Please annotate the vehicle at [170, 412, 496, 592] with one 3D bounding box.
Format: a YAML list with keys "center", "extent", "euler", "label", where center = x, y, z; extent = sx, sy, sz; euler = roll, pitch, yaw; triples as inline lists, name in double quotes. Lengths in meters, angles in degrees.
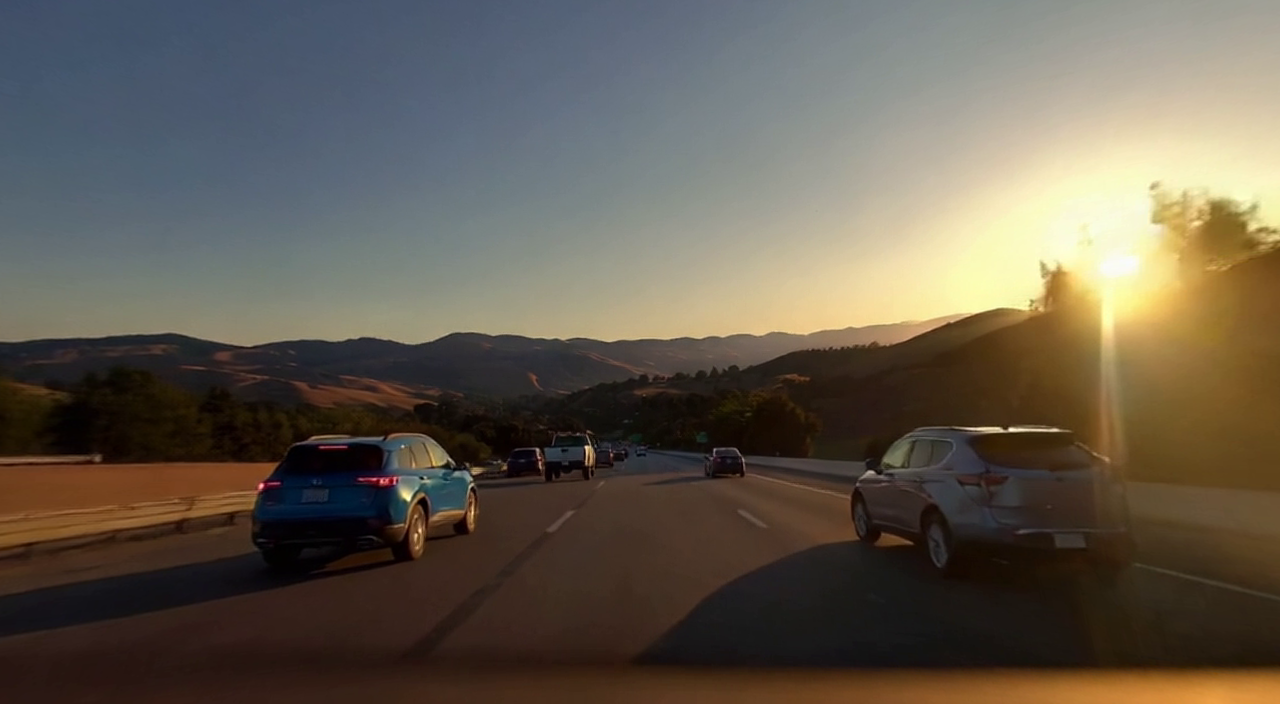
- center: [-3.458, 1.764, 8.246]
  extent: [2.080, 1.716, 4.207]
  euler: [0, -8, 1]
  label: "vehicle"

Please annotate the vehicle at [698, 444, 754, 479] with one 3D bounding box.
- center: [4.169, 5.351, 31.180]
  extent: [2.071, 1.570, 4.637]
  euler: [0, -8, 0]
  label: "vehicle"

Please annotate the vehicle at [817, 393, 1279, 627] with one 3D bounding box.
- center: [3.678, 1.498, 6.979]
  extent: [2.066, 1.696, 4.604]
  euler: [0, -8, 0]
  label: "vehicle"

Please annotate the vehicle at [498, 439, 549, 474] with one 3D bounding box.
- center: [-6.935, 6.277, 38.016]
  extent: [2.149, 1.922, 4.976]
  euler: [0, -8, 0]
  label: "vehicle"

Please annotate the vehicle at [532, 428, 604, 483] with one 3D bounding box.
- center: [-3.035, 4.541, 27.911]
  extent: [2.494, 2.136, 5.539]
  euler: [0, -8, 1]
  label: "vehicle"
